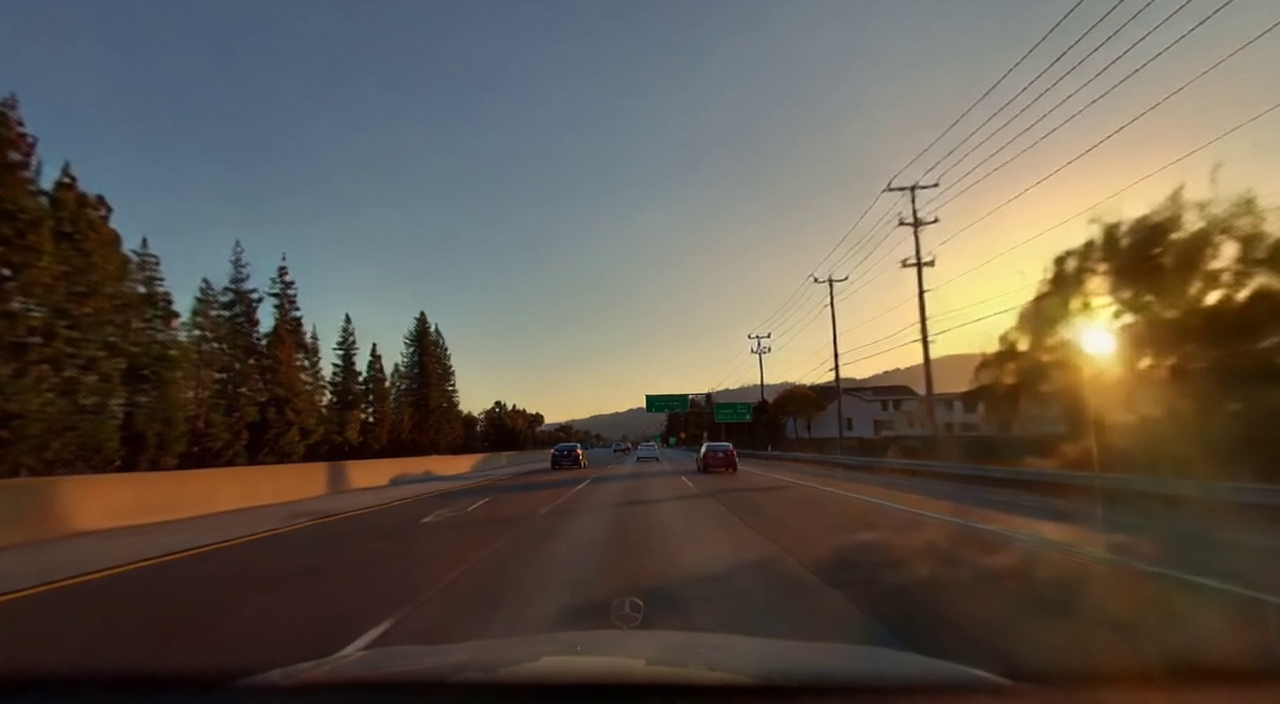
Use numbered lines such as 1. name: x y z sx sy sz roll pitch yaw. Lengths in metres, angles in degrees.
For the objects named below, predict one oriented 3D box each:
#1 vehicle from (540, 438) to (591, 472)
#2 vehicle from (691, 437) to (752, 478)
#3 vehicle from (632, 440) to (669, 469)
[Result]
1. vehicle: -4.108 5.738 35.366 2.217 1.773 4.553 0 -8 1
2. vehicle: 3.359 4.430 26.629 1.996 1.579 3.841 0 -8 -1
3. vehicle: 0.576 6.027 37.193 2.049 1.620 4.153 0 -8 0
